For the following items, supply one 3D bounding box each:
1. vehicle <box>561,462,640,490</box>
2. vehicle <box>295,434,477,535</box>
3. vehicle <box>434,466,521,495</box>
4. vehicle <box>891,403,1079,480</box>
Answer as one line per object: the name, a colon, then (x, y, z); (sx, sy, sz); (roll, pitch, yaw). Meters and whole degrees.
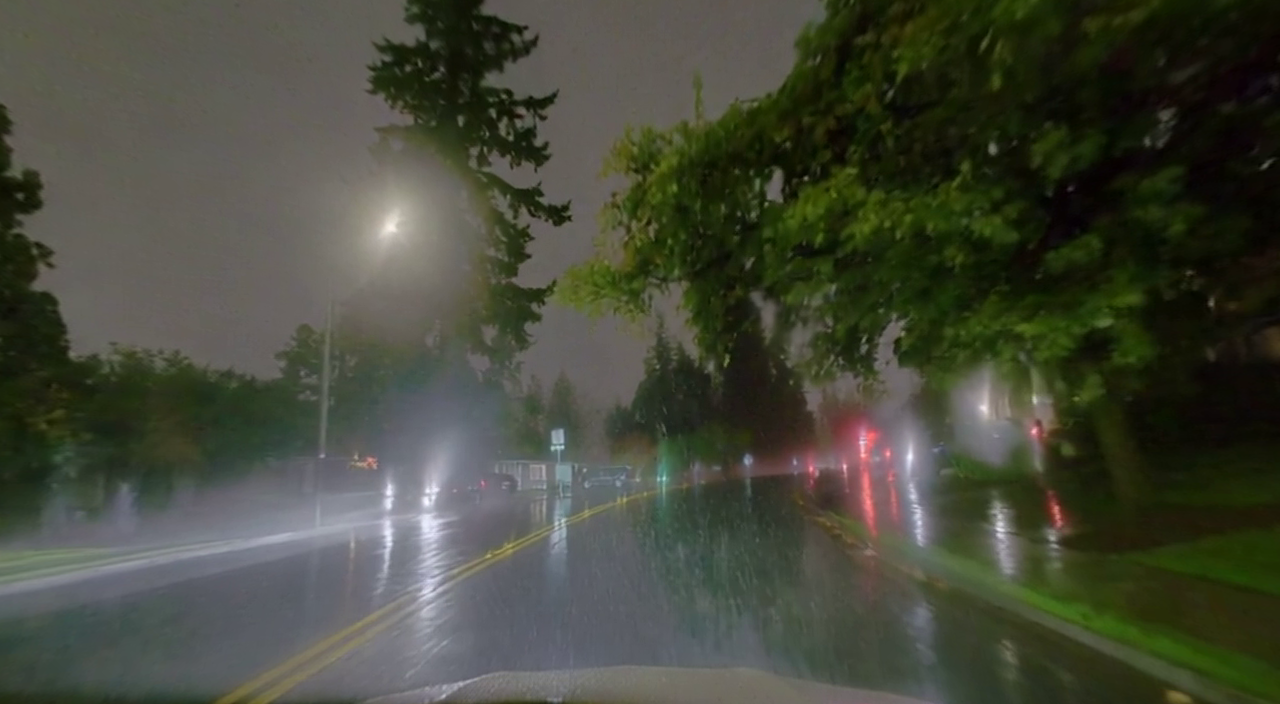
vehicle: (-2.997, 9.540, 48.568); (5.643, 1.759, 2.110); (-2, -19, 11)
vehicle: (-5.633, 3.239, 14.758); (1.963, 1.539, 4.210); (-3, -22, 8)
vehicle: (-8.779, 6.969, 34.416); (4.175, 1.492, 1.845); (0, -11, 2)
vehicle: (11.071, 2.966, 20.624); (4.740, 1.638, 2.018); (-4, -24, 2)
